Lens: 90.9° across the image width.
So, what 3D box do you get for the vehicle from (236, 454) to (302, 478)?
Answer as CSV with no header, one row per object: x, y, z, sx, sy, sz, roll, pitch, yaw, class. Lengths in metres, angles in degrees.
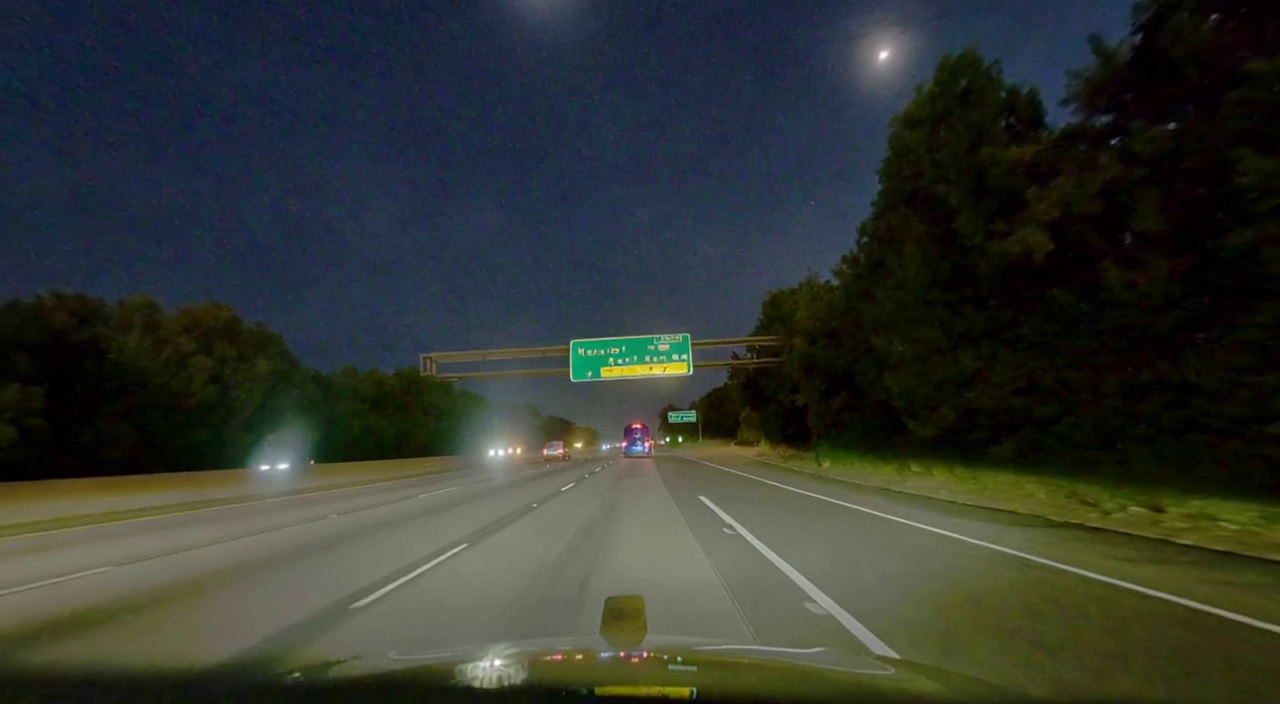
-24.972,7.662,42.665,1.877,1.489,4.236,0,-8,0,vehicle
